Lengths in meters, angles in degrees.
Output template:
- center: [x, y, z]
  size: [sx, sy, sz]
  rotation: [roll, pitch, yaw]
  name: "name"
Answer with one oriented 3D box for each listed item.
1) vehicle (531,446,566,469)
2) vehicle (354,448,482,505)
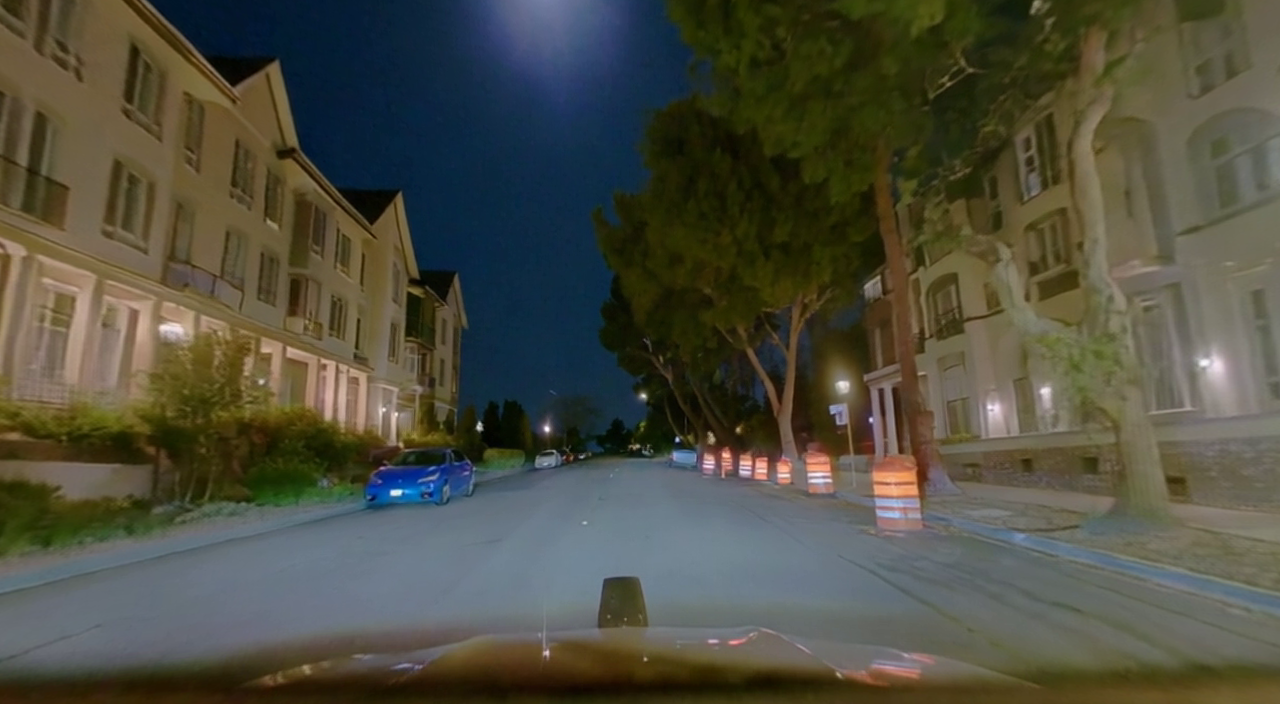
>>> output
- center: [-6.704, 7.770, 46.541]
  size: [1.957, 1.608, 4.476]
  rotation: [0, -9, -1]
  name: "vehicle"
- center: [-6.526, 3.686, 19.184]
  size: [2.137, 1.481, 4.503]
  rotation: [0, -9, 2]
  name: "vehicle"
